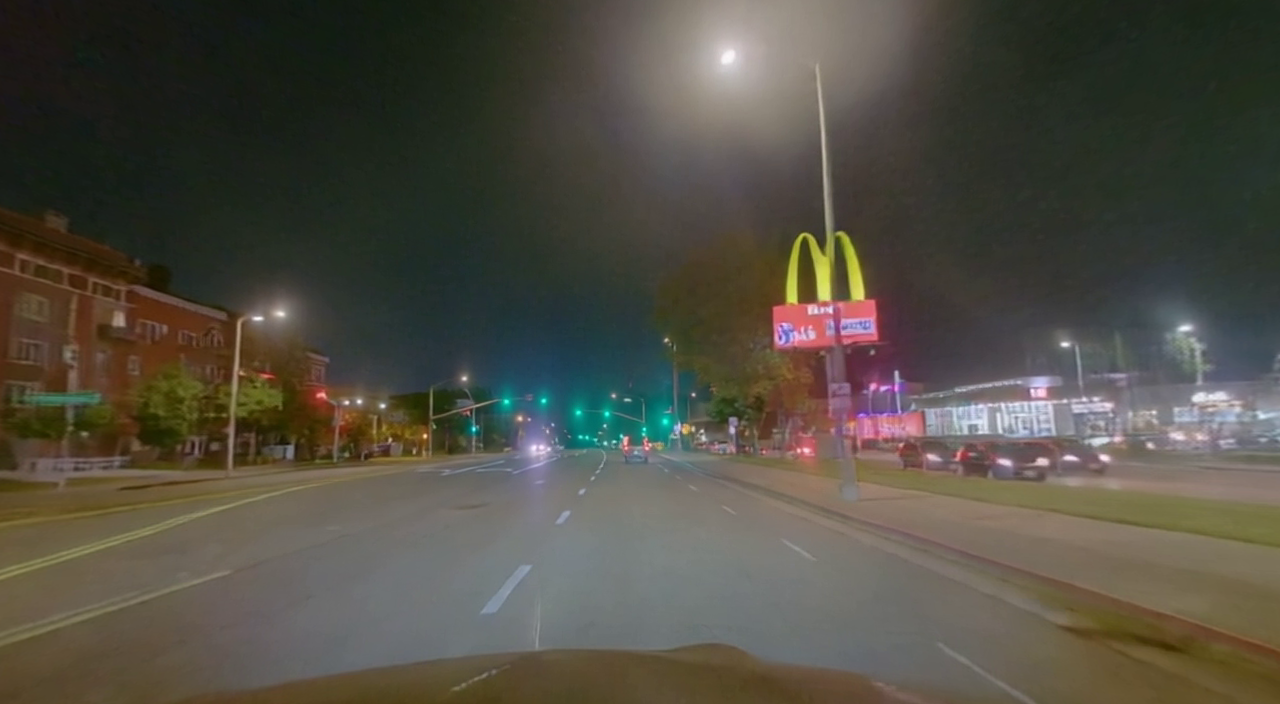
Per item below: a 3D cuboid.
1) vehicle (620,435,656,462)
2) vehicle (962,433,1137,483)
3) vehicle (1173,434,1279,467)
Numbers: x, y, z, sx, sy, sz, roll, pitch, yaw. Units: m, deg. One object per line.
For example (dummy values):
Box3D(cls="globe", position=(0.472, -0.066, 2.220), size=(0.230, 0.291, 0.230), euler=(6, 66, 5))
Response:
Box3D(cls="vehicle", position=(-0.187, 6.300, 41.407), size=(2.230, 1.683, 4.204), euler=(0, -8, -1))
Box3D(cls="vehicle", position=(13.381, 3.445, 20.854), size=(4.395, 1.497, 1.975), euler=(0, -7, 0))
Box3D(cls="vehicle", position=(29.777, 4.927, 31.838), size=(1.842, 1.495, 4.515), euler=(1, -8, -1))
